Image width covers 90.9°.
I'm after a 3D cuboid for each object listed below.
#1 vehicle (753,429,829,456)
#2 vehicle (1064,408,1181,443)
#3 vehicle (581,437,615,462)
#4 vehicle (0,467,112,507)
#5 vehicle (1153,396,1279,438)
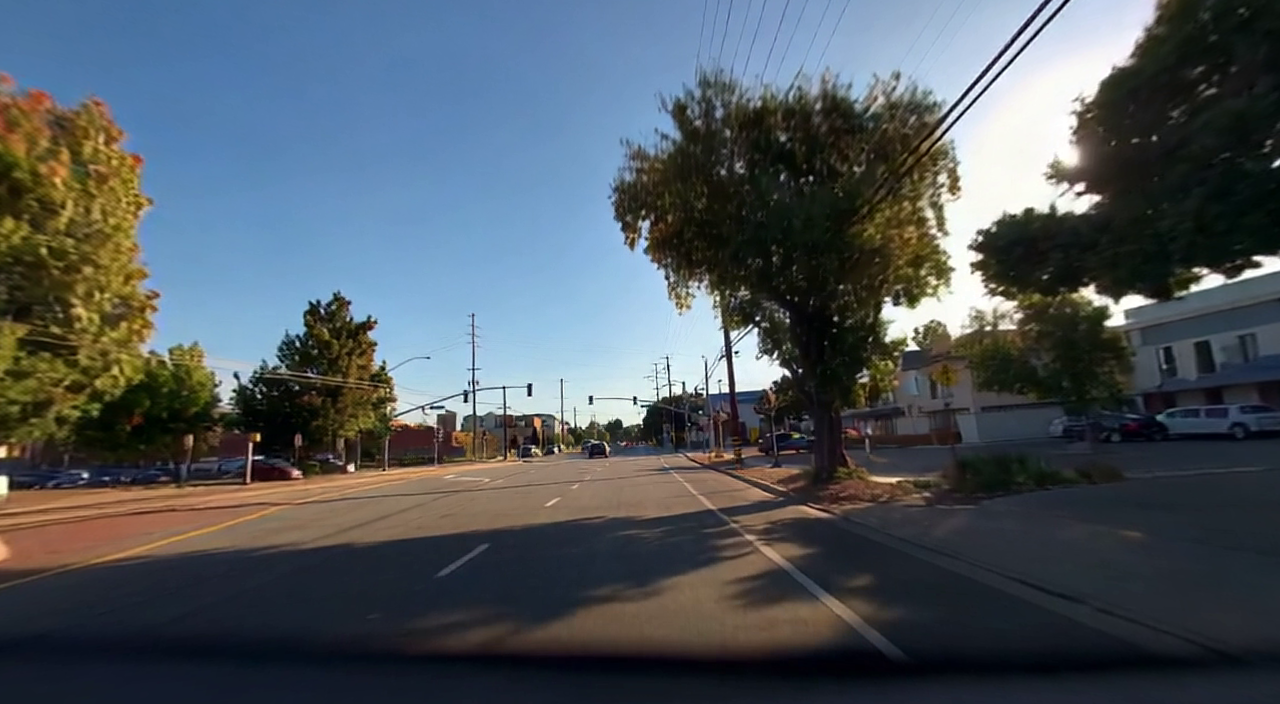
[{"bbox_3d":[10.573,6.365,44.423,4.765,1.738,2.101,0,-8,-3],"label":"vehicle"},{"bbox_3d":[25.265,3.866,33.099,4.461,1.695,1.999,-1,-7,0],"label":"vehicle"},{"bbox_3d":[-3.163,7.490,48.689,2.229,1.821,4.681,-1,-8,1],"label":"vehicle"},{"bbox_3d":[-27.064,6.075,28.513,4.519,1.598,2.055,-1,-8,2],"label":"vehicle"},{"bbox_3d":[25.550,2.858,27.475,4.690,1.742,2.008,0,-7,-4],"label":"vehicle"}]
